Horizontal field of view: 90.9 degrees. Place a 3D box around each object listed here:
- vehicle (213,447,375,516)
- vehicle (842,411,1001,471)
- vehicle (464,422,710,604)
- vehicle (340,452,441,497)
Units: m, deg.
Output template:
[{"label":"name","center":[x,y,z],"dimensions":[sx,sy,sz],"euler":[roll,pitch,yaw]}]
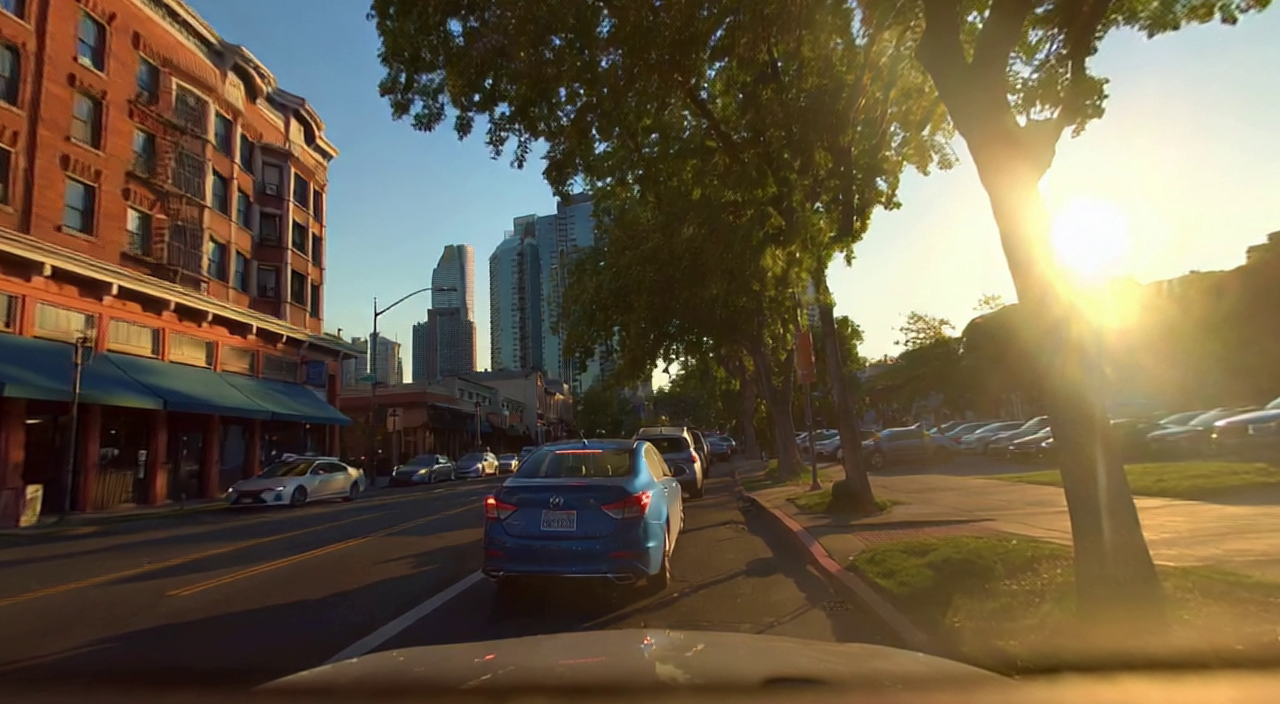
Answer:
[{"label":"vehicle","center":[-11.001,4.070,20.595],"dimensions":[2.081,1.718,5.342],"euler":[-6,-9,3]},{"label":"vehicle","center":[9.018,2.828,20.225],"dimensions":[4.558,1.528,1.915],"euler":[-1,-8,-23]},{"label":"vehicle","center":[-0.263,1.631,7.310],"dimensions":[1.939,1.478,3.922],"euler":[-2,-8,9]},{"label":"vehicle","center":[-10.250,5.034,26.286],"dimensions":[1.826,1.432,4.556],"euler":[-7,-9,8]}]
